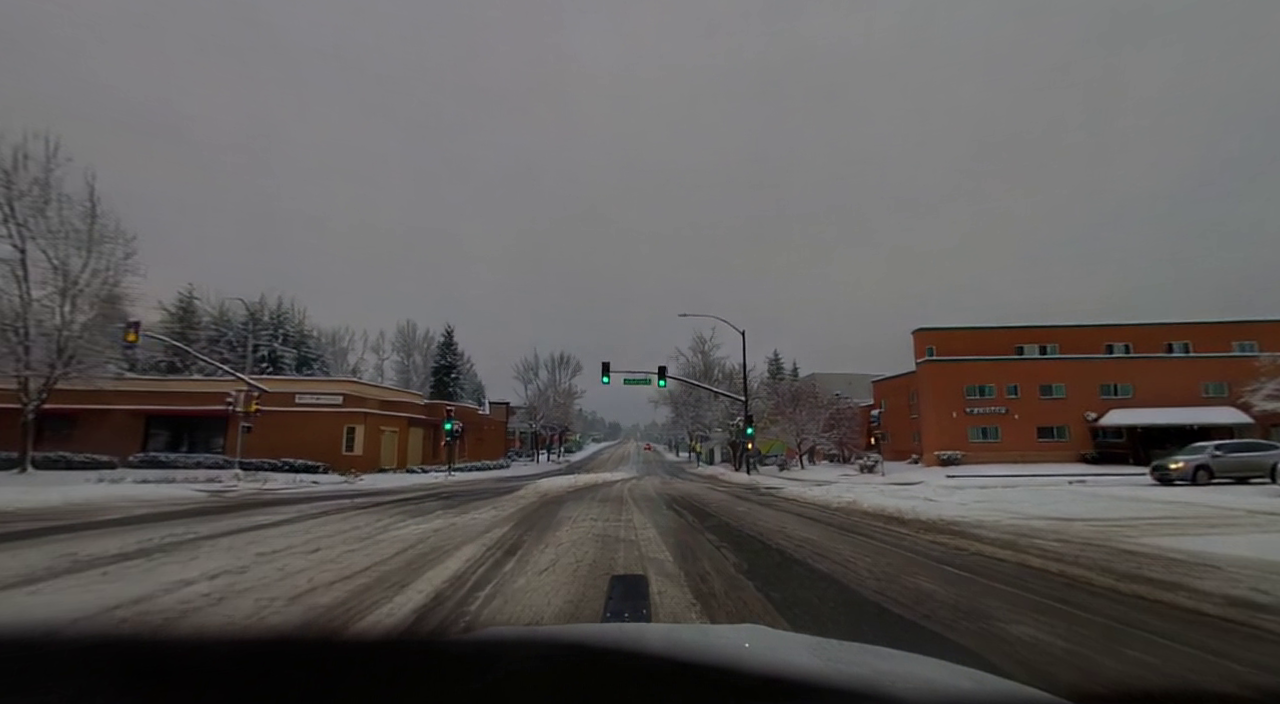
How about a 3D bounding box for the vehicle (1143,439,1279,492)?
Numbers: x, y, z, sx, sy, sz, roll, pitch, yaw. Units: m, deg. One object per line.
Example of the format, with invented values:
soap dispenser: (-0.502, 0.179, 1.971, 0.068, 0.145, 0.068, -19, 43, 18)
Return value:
vehicle: (20.194, 3.826, 21.393, 4.483, 1.691, 1.949, 0, -8, 0)
